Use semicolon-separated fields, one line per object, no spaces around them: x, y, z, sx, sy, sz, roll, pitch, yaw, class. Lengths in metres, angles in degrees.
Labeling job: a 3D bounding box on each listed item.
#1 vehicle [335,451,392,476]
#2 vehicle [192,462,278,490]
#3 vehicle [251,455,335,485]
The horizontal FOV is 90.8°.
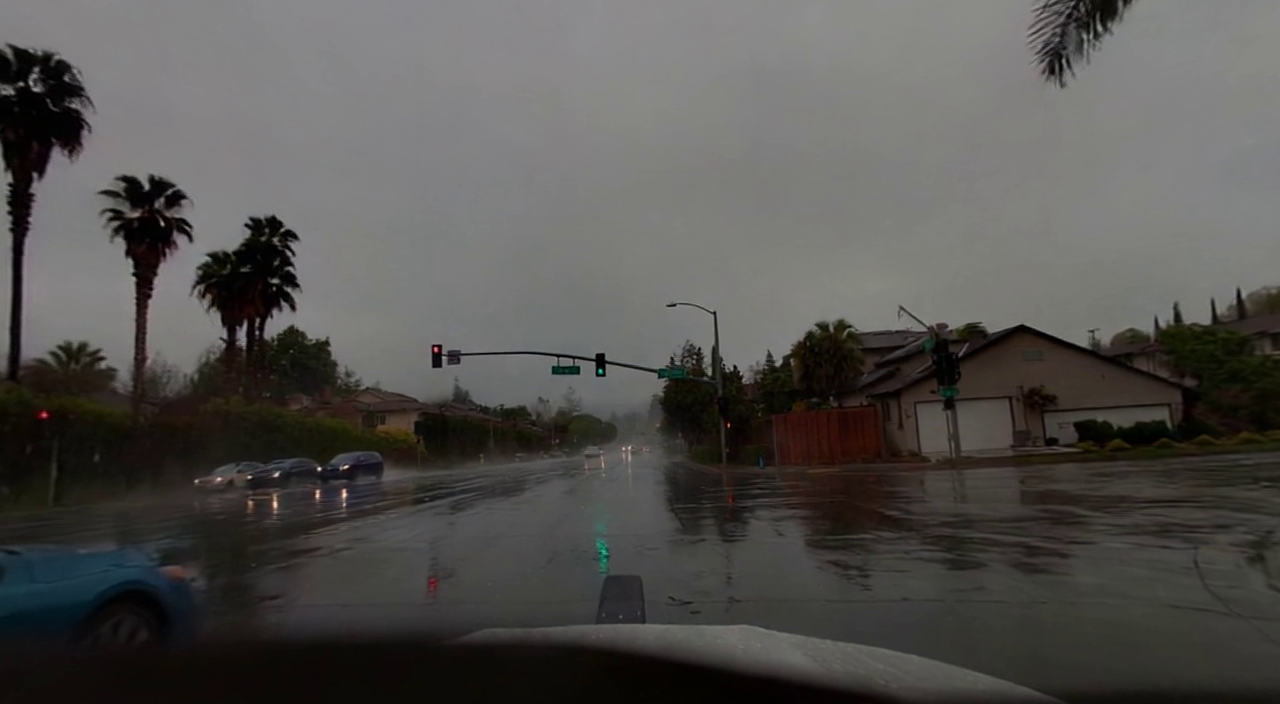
-19.893;7.996;45.628;1.929;1.644;4.763;0;-9;1;vehicle
-24.097;7.362;37.843;2.019;1.427;4.630;0;-9;1;vehicle
-20.048;6.804;36.768;2.084;1.528;4.778;-1;-9;2;vehicle
